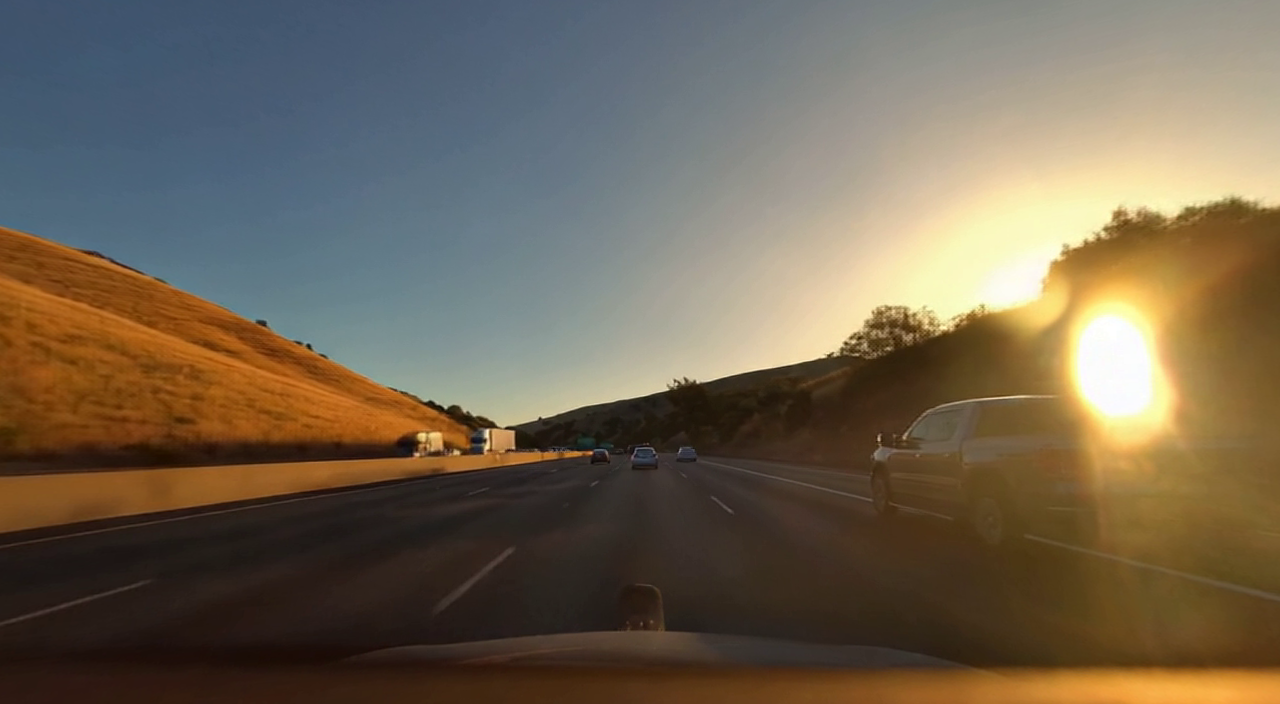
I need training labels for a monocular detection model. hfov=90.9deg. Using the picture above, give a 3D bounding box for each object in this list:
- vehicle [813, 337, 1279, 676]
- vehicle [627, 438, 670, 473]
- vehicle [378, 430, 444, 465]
[{"bbox_3d":[4.047,1.311,6.682,2.700,1.980,5.866,0,-8,-1],"label":"vehicle"},{"bbox_3d":[0.408,5.421,33.305,2.086,1.685,4.206,0,-8,0],"label":"vehicle"},{"bbox_3d":[-15.896,6.685,44.188,2.233,2.227,6.034,0,-8,2],"label":"vehicle"}]
